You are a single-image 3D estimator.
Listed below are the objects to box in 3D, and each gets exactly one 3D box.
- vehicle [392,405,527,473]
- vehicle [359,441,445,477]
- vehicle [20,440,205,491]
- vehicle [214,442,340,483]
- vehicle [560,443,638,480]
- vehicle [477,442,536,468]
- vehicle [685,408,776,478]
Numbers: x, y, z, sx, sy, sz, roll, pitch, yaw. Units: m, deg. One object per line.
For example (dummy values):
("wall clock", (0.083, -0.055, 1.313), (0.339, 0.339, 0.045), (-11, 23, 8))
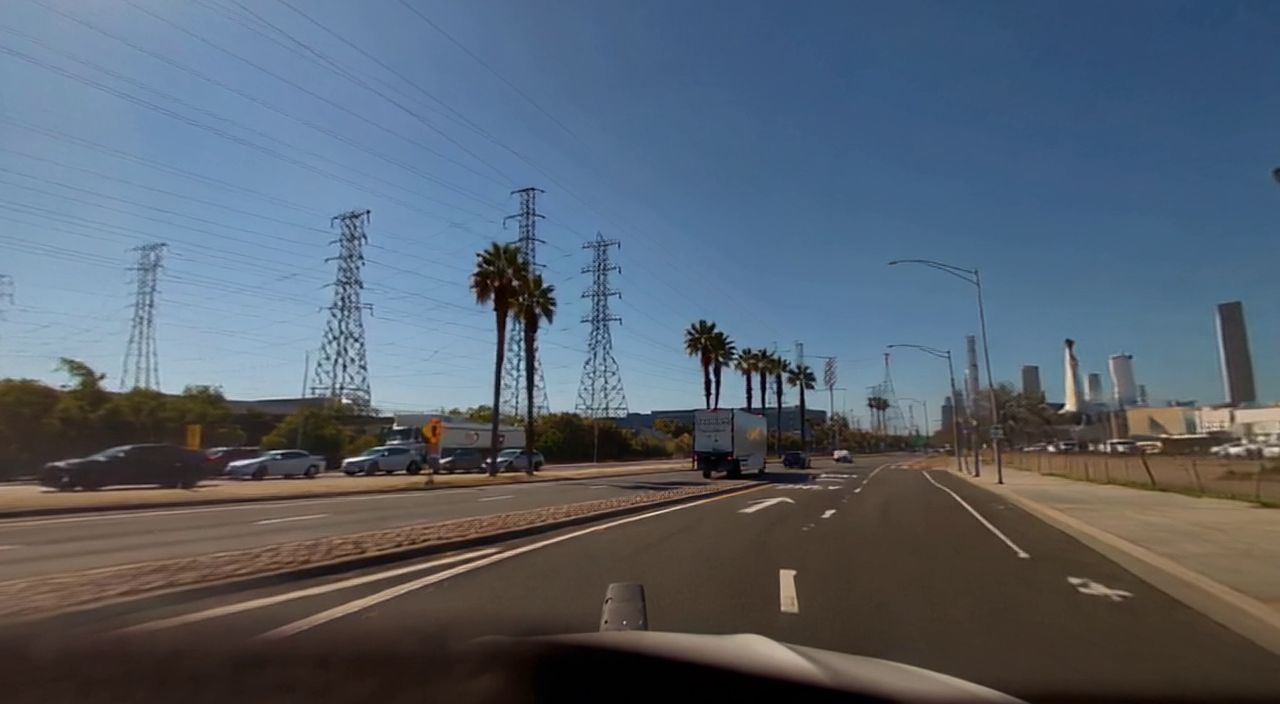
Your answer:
("vehicle", (-12.340, 6.498, 44.971), (2.907, 3.760, 11.193), (-6, -14, 21))
("vehicle", (-12.899, 5.911, 34.492), (1.833, 1.578, 4.412), (-10, -15, 22))
("vehicle", (-18.296, 3.929, 22.176), (1.847, 1.567, 4.532), (-4, -10, 22))
("vehicle", (-15.544, 4.862, 27.323), (1.785, 1.502, 4.457), (-6, -14, 22))
("vehicle", (-2.235, 6.316, 36.828), (2.266, 1.950, 5.866), (-4, -10, 21))
("vehicle", (-9.039, 7.080, 43.001), (1.751, 1.639, 4.434), (-6, -12, 21))
("vehicle", (6.254, 6.044, 41.558), (2.903, 3.933, 11.567), (-4, -10, 23))
